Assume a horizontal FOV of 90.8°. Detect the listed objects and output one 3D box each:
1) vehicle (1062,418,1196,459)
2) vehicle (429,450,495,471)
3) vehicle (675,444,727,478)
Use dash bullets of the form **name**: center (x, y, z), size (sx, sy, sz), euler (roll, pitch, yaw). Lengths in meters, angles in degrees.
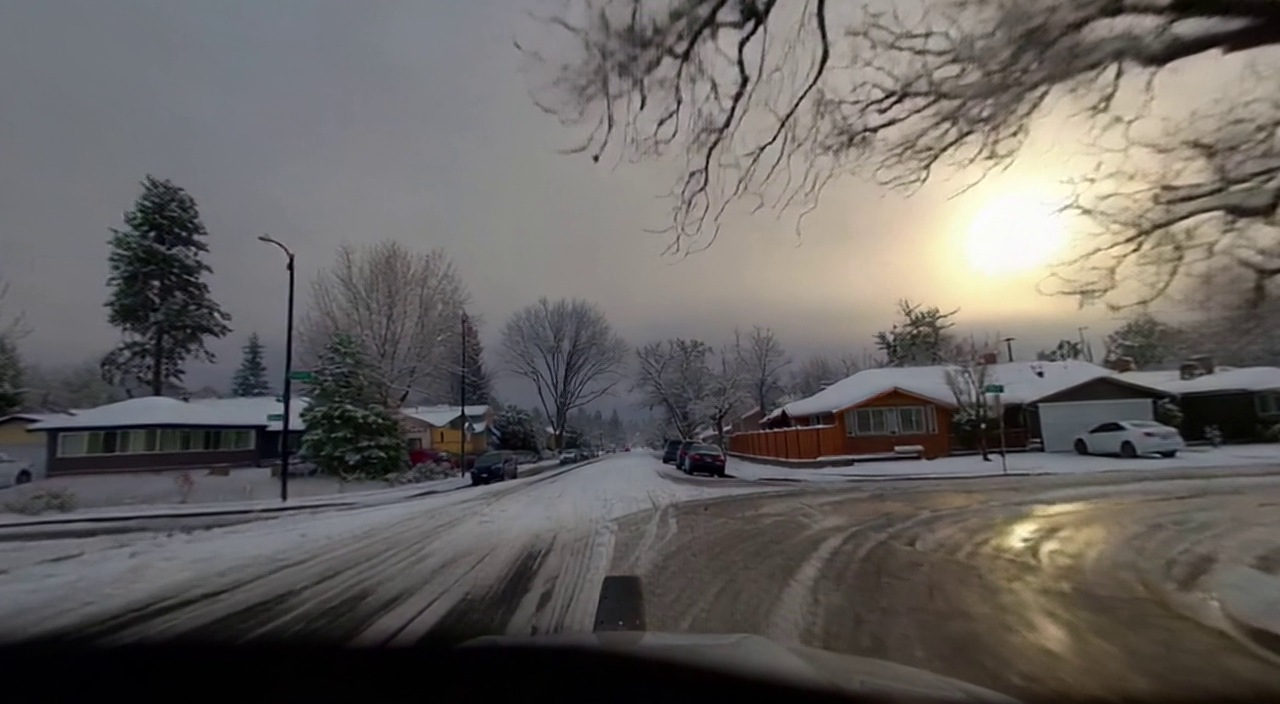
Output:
- **vehicle**: center (19.414, 3.499, 25.387), size (1.839, 1.466, 4.486), euler (0, -8, 0)
- **vehicle**: center (-13.480, 8.226, 48.109), size (4.423, 1.522, 1.961), euler (0, -9, -1)
- **vehicle**: center (2.862, 5.208, 30.438), size (1.881, 1.487, 4.183), euler (0, -9, -3)
